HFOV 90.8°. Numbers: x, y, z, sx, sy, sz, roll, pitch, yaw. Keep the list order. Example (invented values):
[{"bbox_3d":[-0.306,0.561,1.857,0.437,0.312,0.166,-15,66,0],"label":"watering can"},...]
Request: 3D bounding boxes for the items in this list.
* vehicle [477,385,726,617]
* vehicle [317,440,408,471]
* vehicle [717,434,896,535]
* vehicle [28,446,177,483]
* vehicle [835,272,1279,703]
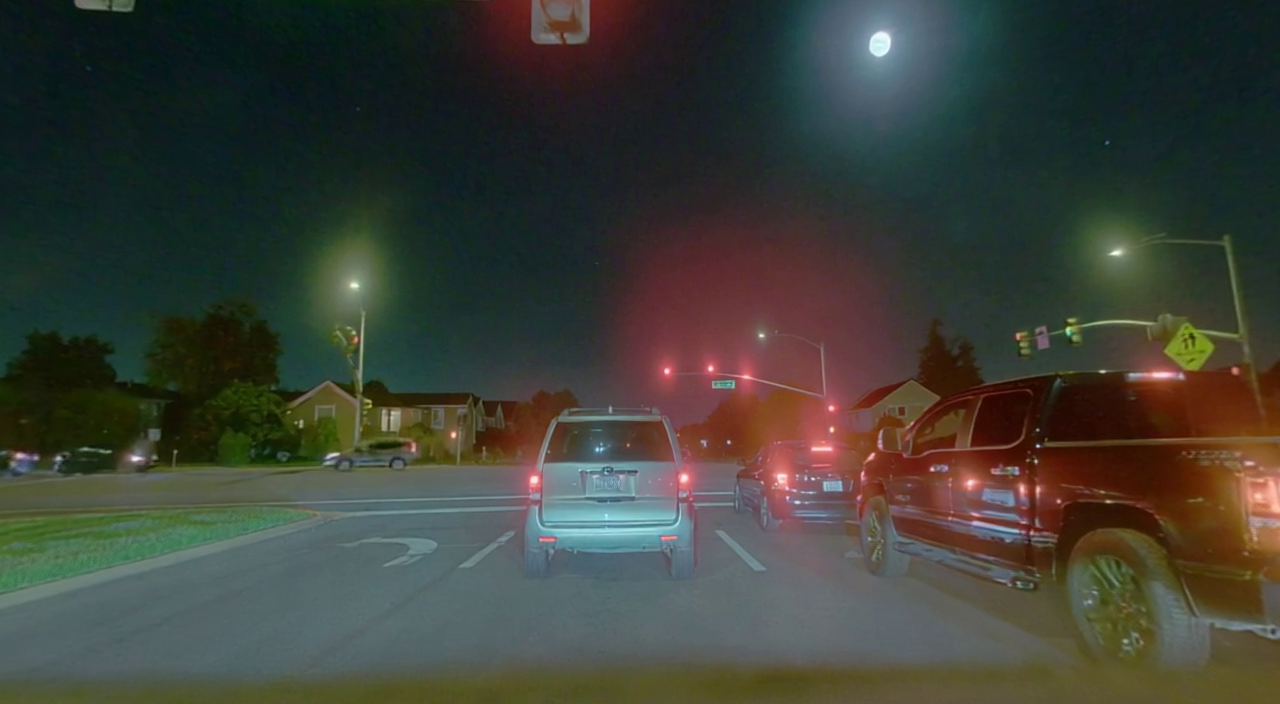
[{"bbox_3d":[-0.264,1.393,6.650,1.915,1.780,3.379,0,-8,1],"label":"vehicle"},{"bbox_3d":[-15.565,5.817,35.613,4.289,1.672,1.864,1,-8,-9],"label":"vehicle"},{"bbox_3d":[2.718,2.266,11.532,1.952,1.465,4.421,0,-8,-2],"label":"vehicle"},{"bbox_3d":[-22.891,4.790,27.068,4.533,1.350,1.714,0,-7,-9],"label":"vehicle"},{"bbox_3d":[2.987,0.946,3.892,1.886,1.849,5.070,0,-8,-1],"label":"vehicle"}]
